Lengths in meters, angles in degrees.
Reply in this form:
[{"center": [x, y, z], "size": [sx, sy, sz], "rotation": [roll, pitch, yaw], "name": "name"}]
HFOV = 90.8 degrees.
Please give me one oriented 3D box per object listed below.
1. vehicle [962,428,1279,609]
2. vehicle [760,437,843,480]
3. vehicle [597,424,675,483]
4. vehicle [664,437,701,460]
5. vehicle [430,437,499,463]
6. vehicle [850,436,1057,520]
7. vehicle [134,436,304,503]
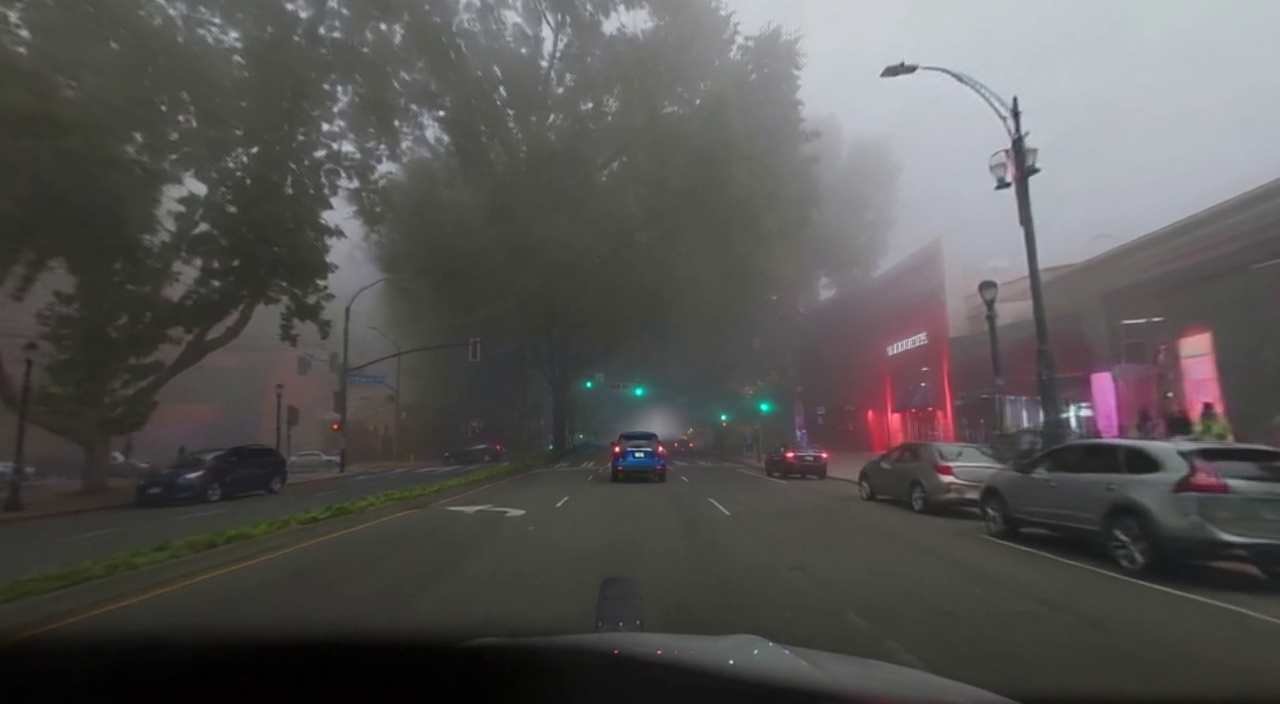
[{"center": [6.157, 1.729, 7.649], "size": [2.048, 1.484, 4.709], "rotation": [0, -8, 0], "name": "vehicle"}, {"center": [6.100, 4.074, 24.482], "size": [1.986, 1.515, 4.265], "rotation": [0, -8, -1], "name": "vehicle"}, {"center": [-0.164, 3.464, 21.768], "size": [2.382, 1.796, 4.610], "rotation": [0, -8, -1], "name": "vehicle"}, {"center": [2.897, 6.718, 44.010], "size": [2.209, 1.478, 4.138], "rotation": [0, -8, -1], "name": "vehicle"}, {"center": [-12.539, 7.009, 45.102], "size": [4.427, 1.757, 2.125], "rotation": [-4, -9, 25], "name": "vehicle"}, {"center": [6.218, 2.528, 13.292], "size": [1.964, 1.429, 4.515], "rotation": [0, -8, -1], "name": "vehicle"}, {"center": [-14.057, 3.909, 21.637], "size": [2.197, 1.985, 5.183], "rotation": [0, -8, 0], "name": "vehicle"}]
